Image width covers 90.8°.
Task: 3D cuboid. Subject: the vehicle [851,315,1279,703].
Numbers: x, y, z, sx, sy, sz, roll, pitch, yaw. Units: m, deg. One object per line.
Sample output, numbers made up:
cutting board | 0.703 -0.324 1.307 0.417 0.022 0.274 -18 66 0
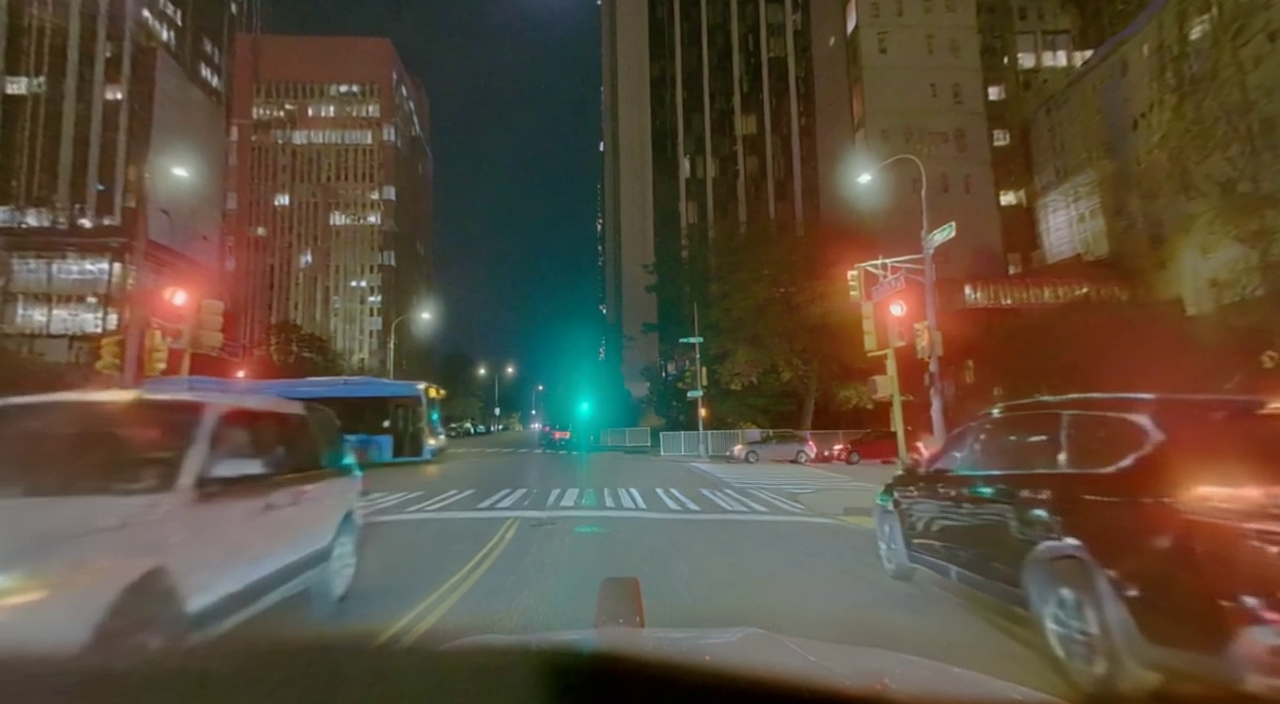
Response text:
vehicle | 3.506 1.135 5.012 2.052 1.929 4.747 0 -8 1

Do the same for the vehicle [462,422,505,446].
vehicle | -10.941 5.788 44.363 2.084 1.524 4.098 1 -8 -2

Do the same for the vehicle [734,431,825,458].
vehicle | 7.429 4.966 33.860 4.451 1.422 1.744 0 -8 0

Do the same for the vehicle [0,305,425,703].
vehicle | -3.352 1.062 4.540 2.148 1.818 4.791 0 -8 -3

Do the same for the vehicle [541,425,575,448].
vehicle | -5.555 5.818 43.203 1.799 1.468 3.693 0 -8 1
